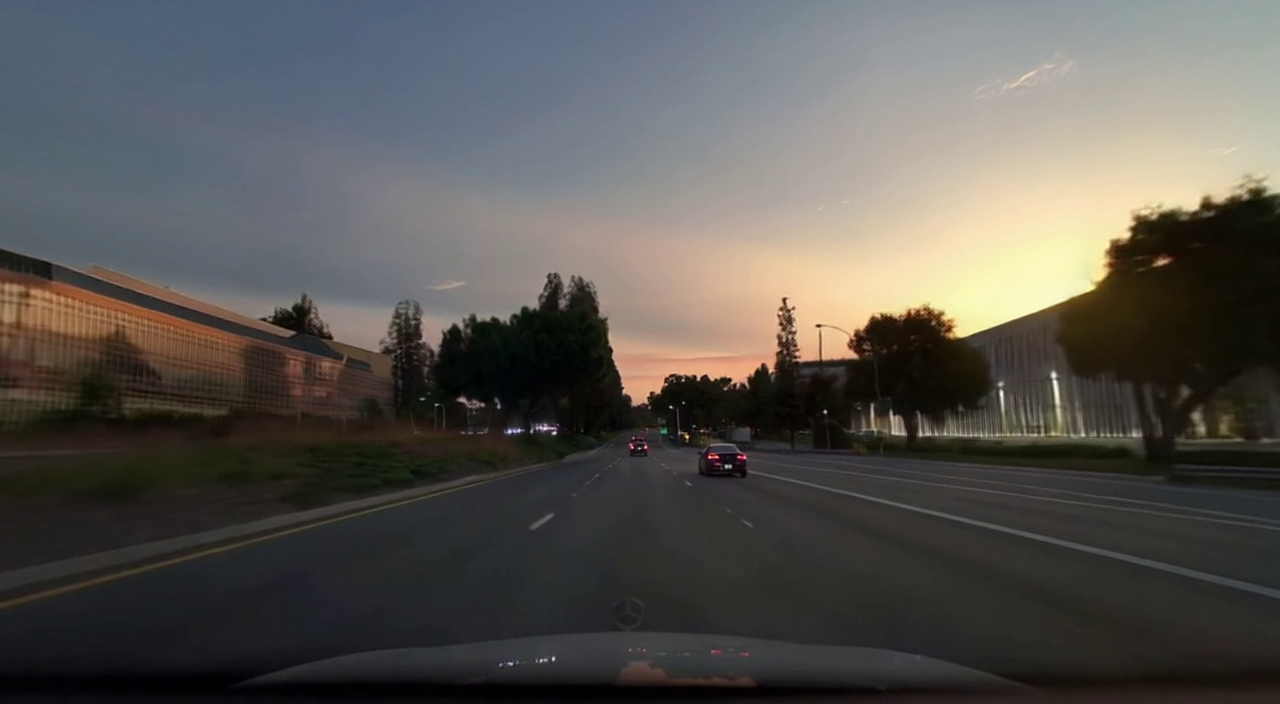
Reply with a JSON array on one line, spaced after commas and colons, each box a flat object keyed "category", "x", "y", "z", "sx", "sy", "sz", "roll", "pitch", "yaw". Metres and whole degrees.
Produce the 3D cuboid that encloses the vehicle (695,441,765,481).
[{"category": "vehicle", "x": 3.497, "y": 4.338, "z": 25.436, "sx": 2.069, "sy": 1.431, "sz": 4.313, "roll": 0, "pitch": -8, "yaw": -2}]
